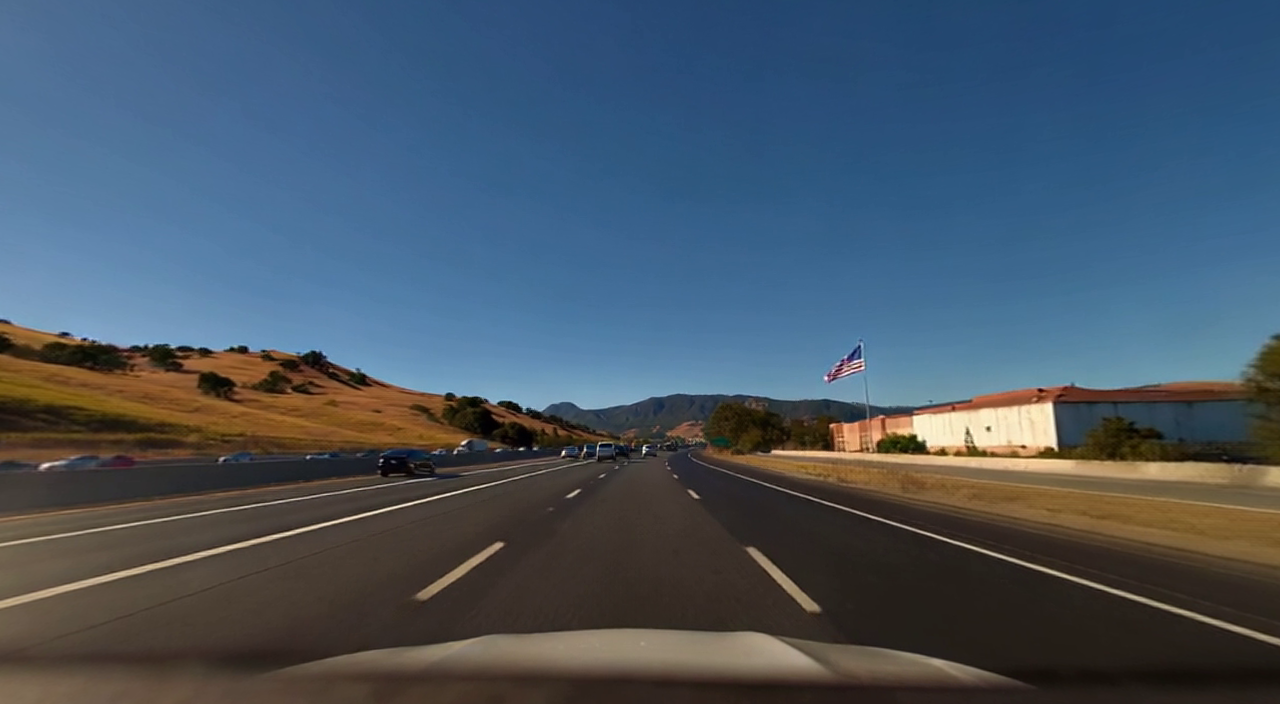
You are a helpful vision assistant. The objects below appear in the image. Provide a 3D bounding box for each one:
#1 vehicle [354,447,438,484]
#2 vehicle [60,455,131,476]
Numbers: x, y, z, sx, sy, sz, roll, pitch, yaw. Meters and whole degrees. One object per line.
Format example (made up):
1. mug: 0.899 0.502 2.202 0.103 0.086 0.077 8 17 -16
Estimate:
1. vehicle: -10.899 5.079 28.555 1.927 1.454 4.395 -1 -8 2
2. vehicle: -41.825 8.694 48.540 1.707 1.443 4.149 -1 -8 1
